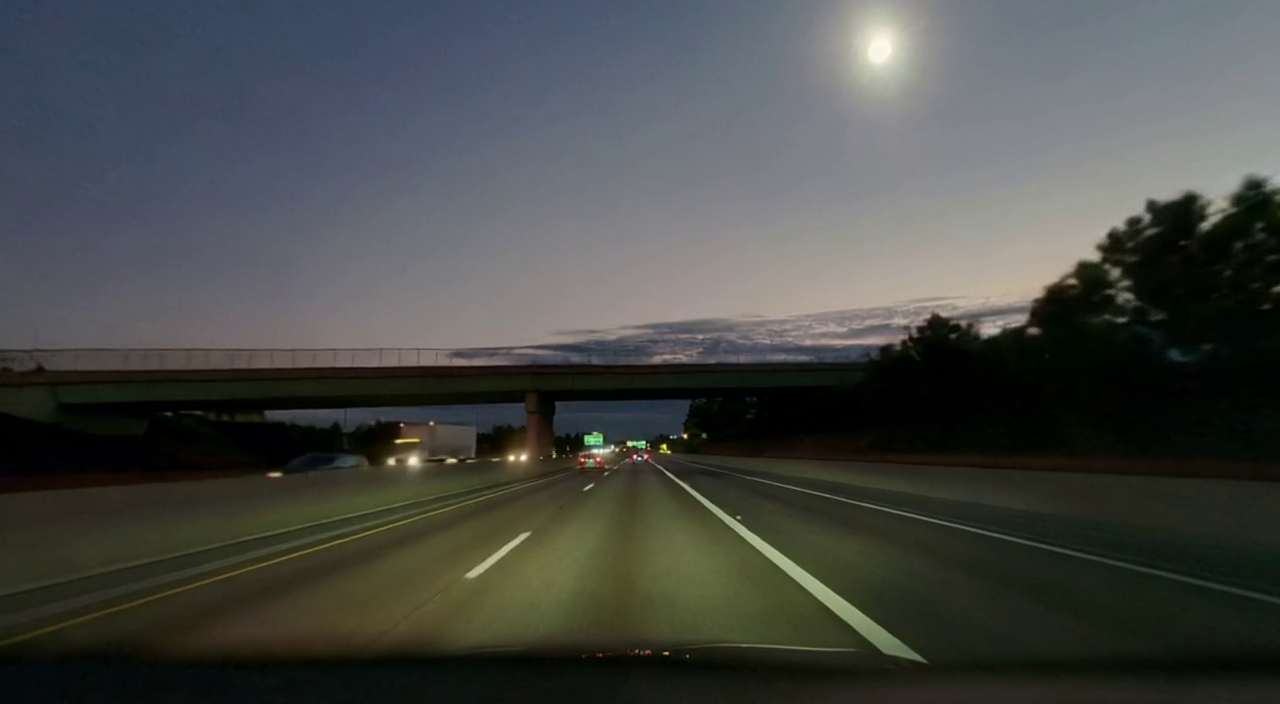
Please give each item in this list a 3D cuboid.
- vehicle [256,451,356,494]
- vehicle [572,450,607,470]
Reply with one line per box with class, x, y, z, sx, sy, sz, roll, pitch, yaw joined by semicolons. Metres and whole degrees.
vehicle;-12.131;4.371;23.148;1.759;1.410;3.550;0;-9;-1
vehicle;-3.862;8.342;48.917;2.293;1.462;4.452;0;-9;0
